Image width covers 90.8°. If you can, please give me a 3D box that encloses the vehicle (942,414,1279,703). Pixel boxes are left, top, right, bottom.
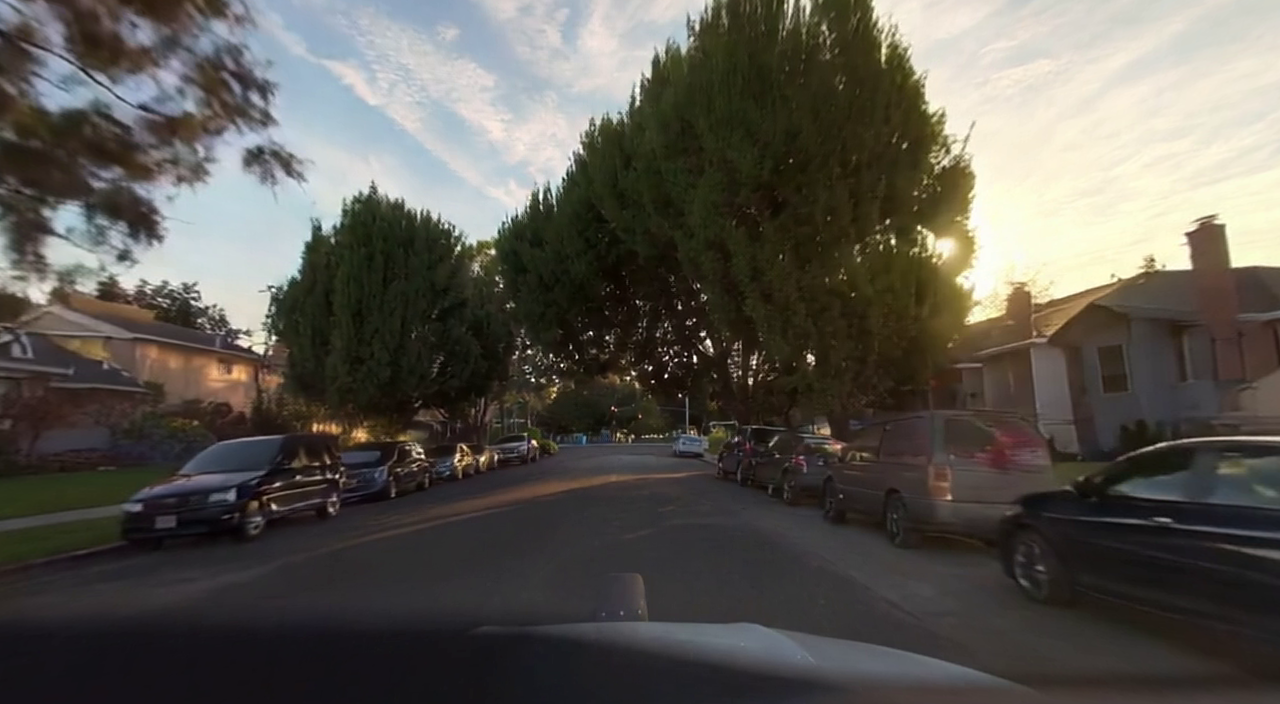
[{"bbox_3d":[4.158,1.208,4.193,1.877,1.486,4.713,0,-8,-1],"label":"vehicle"}]

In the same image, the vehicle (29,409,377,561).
[{"bbox_3d":[-7.204,2.243,11.668,2.195,2.023,6.055,0,-8,-1],"label":"vehicle"}]

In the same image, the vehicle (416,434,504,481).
[{"bbox_3d":[-7.536,4.473,27.137,2.042,1.785,5.876,0,-8,0],"label":"vehicle"}]

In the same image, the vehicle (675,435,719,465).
[{"bbox_3d":[3.467,6.063,39.226,2.101,1.771,4.747,0,-8,-2],"label":"vehicle"}]

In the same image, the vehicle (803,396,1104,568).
[{"bbox_3d":[3.993,1.732,9.181,1.818,1.825,4.629,0,-8,-2],"label":"vehicle"}]
